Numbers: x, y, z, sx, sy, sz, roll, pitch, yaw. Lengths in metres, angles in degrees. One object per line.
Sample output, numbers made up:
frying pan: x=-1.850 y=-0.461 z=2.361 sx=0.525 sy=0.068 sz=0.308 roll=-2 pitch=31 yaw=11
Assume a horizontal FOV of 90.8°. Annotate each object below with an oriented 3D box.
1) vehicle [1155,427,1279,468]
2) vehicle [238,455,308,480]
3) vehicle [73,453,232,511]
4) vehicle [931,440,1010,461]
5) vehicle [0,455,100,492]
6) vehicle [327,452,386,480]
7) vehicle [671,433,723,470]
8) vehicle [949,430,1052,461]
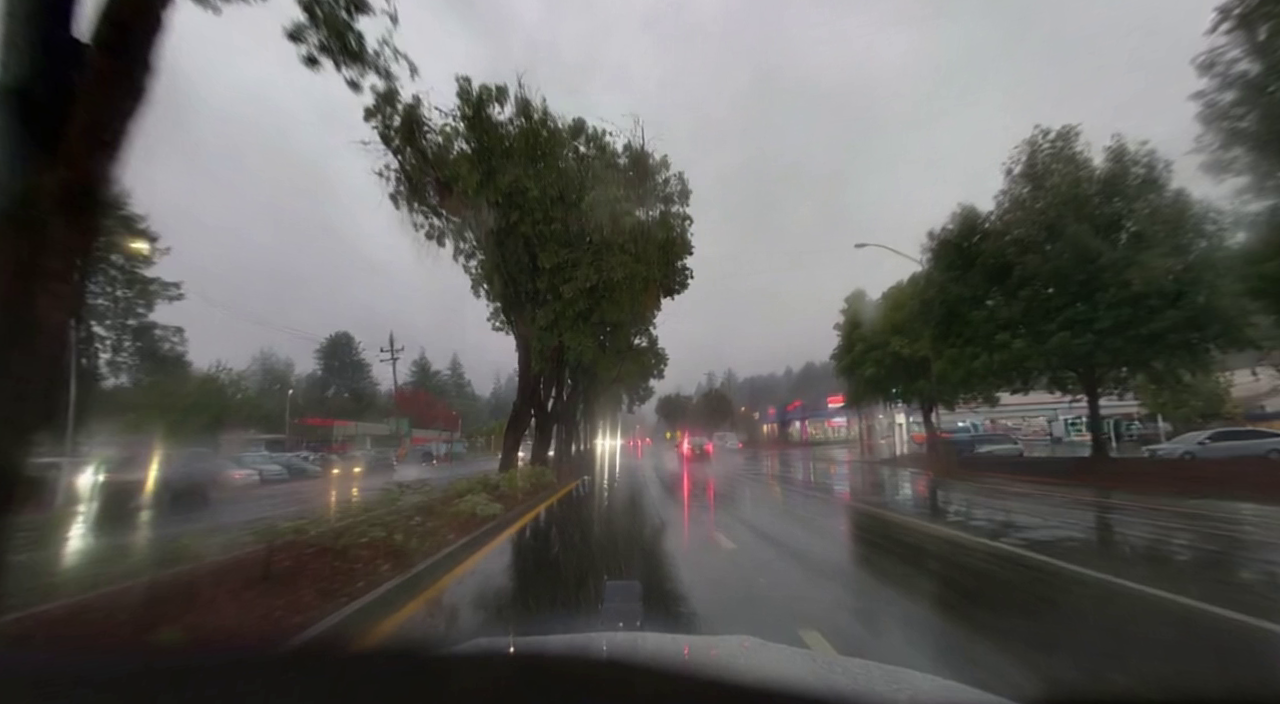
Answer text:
vehicle: x=30.740 y=4.941 z=32.651 sx=2.297 sy=1.933 sz=5.803 roll=6 pitch=-11 yaw=-37
vehicle: x=-24.073 y=7.568 z=41.663 sx=1.831 sy=1.452 sz=4.727 roll=0 pitch=-9 yaw=-1
vehicle: x=-18.010 y=4.774 z=23.766 sx=1.956 sy=1.854 sz=5.008 roll=0 pitch=-9 yaw=0
vehicle: x=23.180 y=6.921 z=44.394 sx=1.777 sy=1.432 sz=4.487 roll=7 pitch=-11 yaw=-37
vehicle: x=-33.191 y=6.667 z=34.810 sx=4.705 sy=1.901 sz=2.120 roll=1 pitch=-9 yaw=-4
vehicle: x=-17.990 y=7.217 z=40.294 sx=1.858 sy=1.600 sz=4.118 roll=0 pitch=-9 yaw=-1
vehicle: x=2.656 y=4.768 z=30.396 sx=1.957 sy=1.643 sz=4.226 roll=0 pitch=-9 yaw=-2
vehicle: x=25.884 y=6.738 z=45.593 sx=2.185 sy=2.098 sz=5.912 roll=6 pitch=-11 yaw=-35
